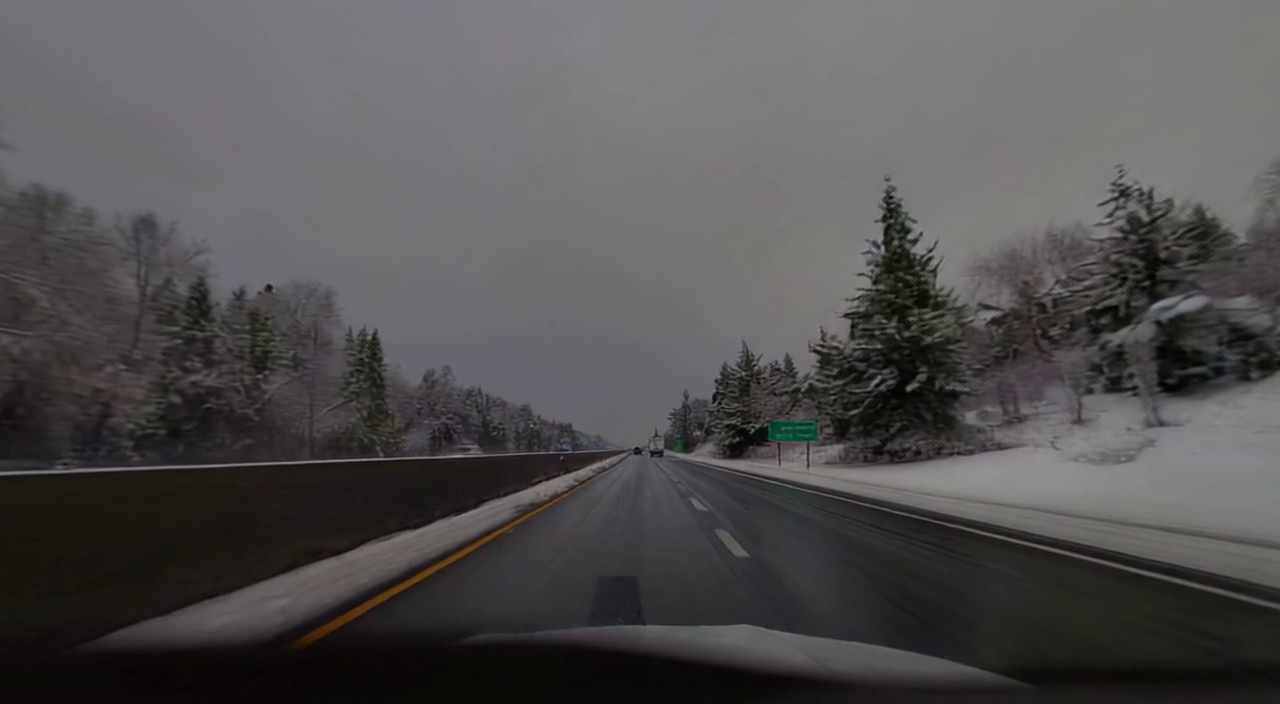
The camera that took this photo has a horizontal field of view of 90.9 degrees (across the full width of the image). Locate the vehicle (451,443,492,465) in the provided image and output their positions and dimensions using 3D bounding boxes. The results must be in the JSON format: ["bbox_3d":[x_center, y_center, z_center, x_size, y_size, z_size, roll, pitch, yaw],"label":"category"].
[{"bbox_3d":[-12.908,7.866,48.620,1.966,1.628,4.185,0,-9,0],"label":"vehicle"}]
